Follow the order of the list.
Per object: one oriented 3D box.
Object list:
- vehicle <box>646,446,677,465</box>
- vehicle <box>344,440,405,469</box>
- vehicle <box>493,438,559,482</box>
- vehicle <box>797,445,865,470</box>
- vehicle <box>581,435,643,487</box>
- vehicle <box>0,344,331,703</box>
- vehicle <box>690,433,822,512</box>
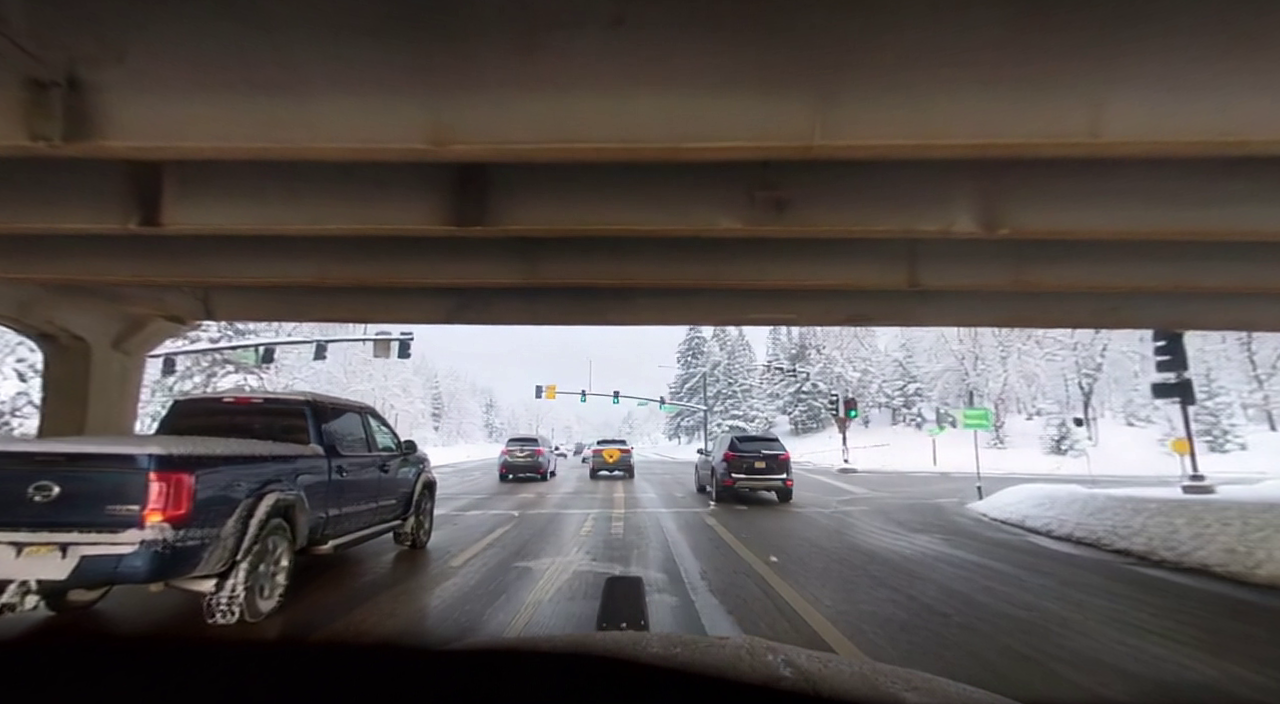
[{"bbox_3d":[1.647,8.176,49.883,2.026,1.457,3.969,1,-8,-5],"label":"vehicle"},{"bbox_3d":[-16.727,6.459,39.983,2.089,1.684,4.521,0,-8,-3],"label":"vehicle"},{"bbox_3d":[-4.777,4.554,26.968,2.127,1.720,4.064,0,-8,-1],"label":"vehicle"},{"bbox_3d":[14.864,8.237,49.214,4.618,1.705,2.061,2,-10,-1],"label":"vehicle"},{"bbox_3d":[-0.978,4.022,23.476,2.097,1.748,3.794,0,-8,-1],"label":"vehicle"},{"bbox_3d":[-4.204,1.008,4.021,2.074,1.814,4.596,0,-8,0],"label":"vehicle"},{"bbox_3d":[2.770,3.044,16.602,2.234,1.720,5.378,0,-8,-2],"label":"vehicle"}]
